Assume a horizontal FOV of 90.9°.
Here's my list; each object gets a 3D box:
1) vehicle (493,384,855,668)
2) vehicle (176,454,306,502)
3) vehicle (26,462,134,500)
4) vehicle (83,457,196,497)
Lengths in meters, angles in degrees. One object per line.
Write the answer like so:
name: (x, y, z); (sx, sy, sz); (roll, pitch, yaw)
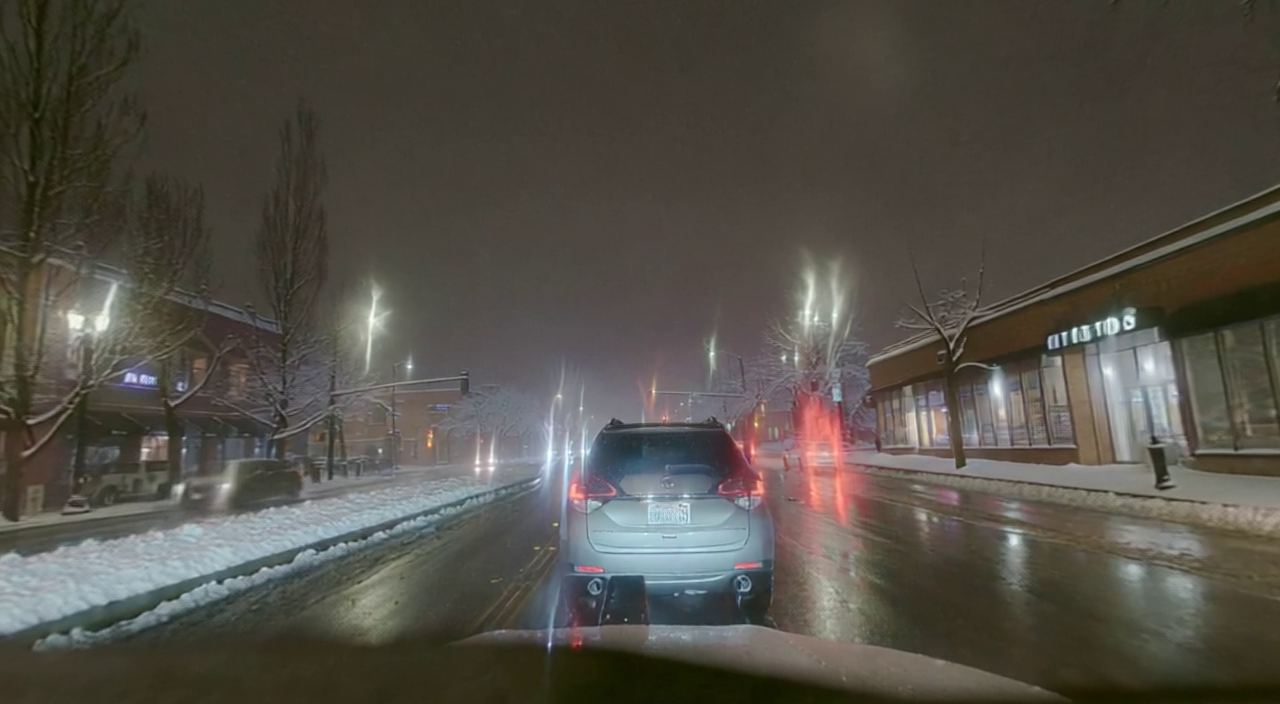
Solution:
vehicle: (0.200, 1.310, 5.735); (2.125, 1.669, 3.880); (0, -8, 0)
vehicle: (-14.017, 4.423, 22.458); (1.991, 1.486, 3.844); (0, -8, 2)
vehicle: (-28.661, 6.610, 32.444); (2.018, 1.716, 4.042); (-1, -10, -5)
vehicle: (-25.843, 6.416, 32.845); (2.026, 1.808, 4.835); (0, -8, -2)
